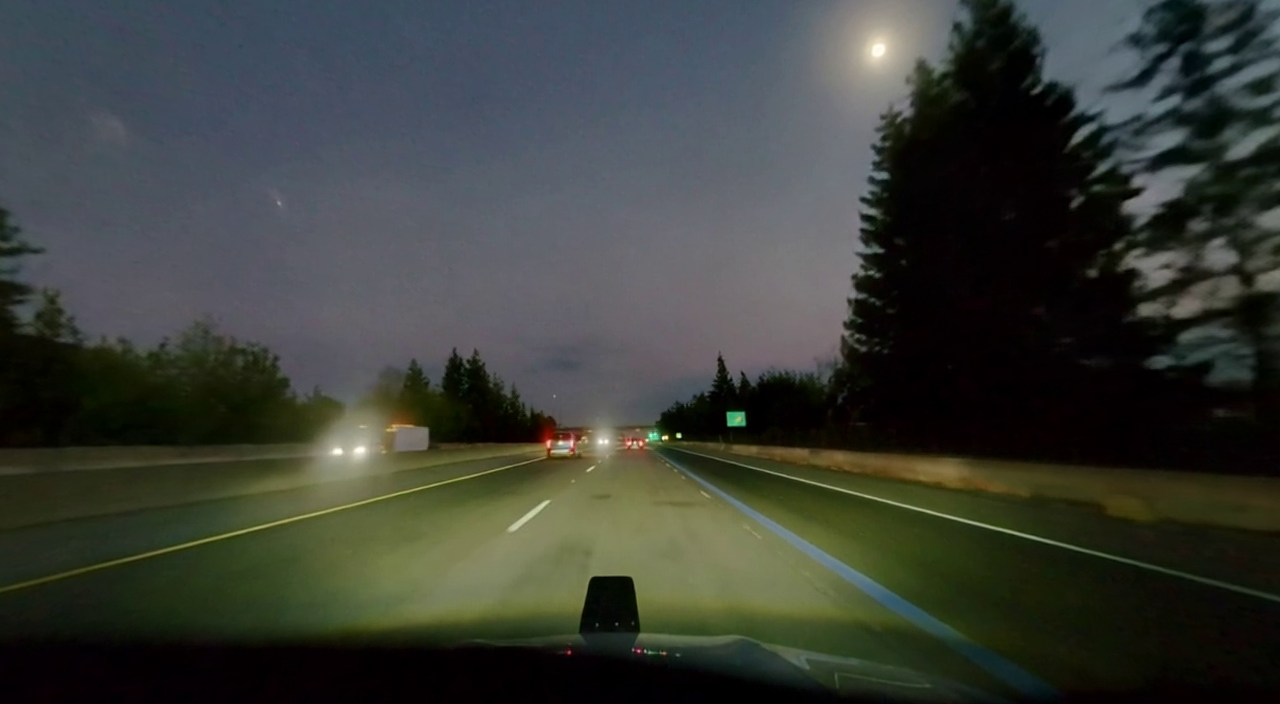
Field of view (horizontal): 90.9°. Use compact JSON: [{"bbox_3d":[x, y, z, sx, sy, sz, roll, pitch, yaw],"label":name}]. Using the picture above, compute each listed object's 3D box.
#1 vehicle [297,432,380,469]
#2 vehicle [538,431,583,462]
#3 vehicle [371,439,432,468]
[{"bbox_3d":[-16.491,5.384,34.848,2.138,1.885,5.109,0,-8,-1],"label":"vehicle"},{"bbox_3d":[-4.377,5.261,35.362,2.003,1.626,4.256,0,-8,-1],"label":"vehicle"},{"bbox_3d":[-12.436,5.302,33.128,1.722,1.399,3.905,0,-8,-1],"label":"vehicle"}]
